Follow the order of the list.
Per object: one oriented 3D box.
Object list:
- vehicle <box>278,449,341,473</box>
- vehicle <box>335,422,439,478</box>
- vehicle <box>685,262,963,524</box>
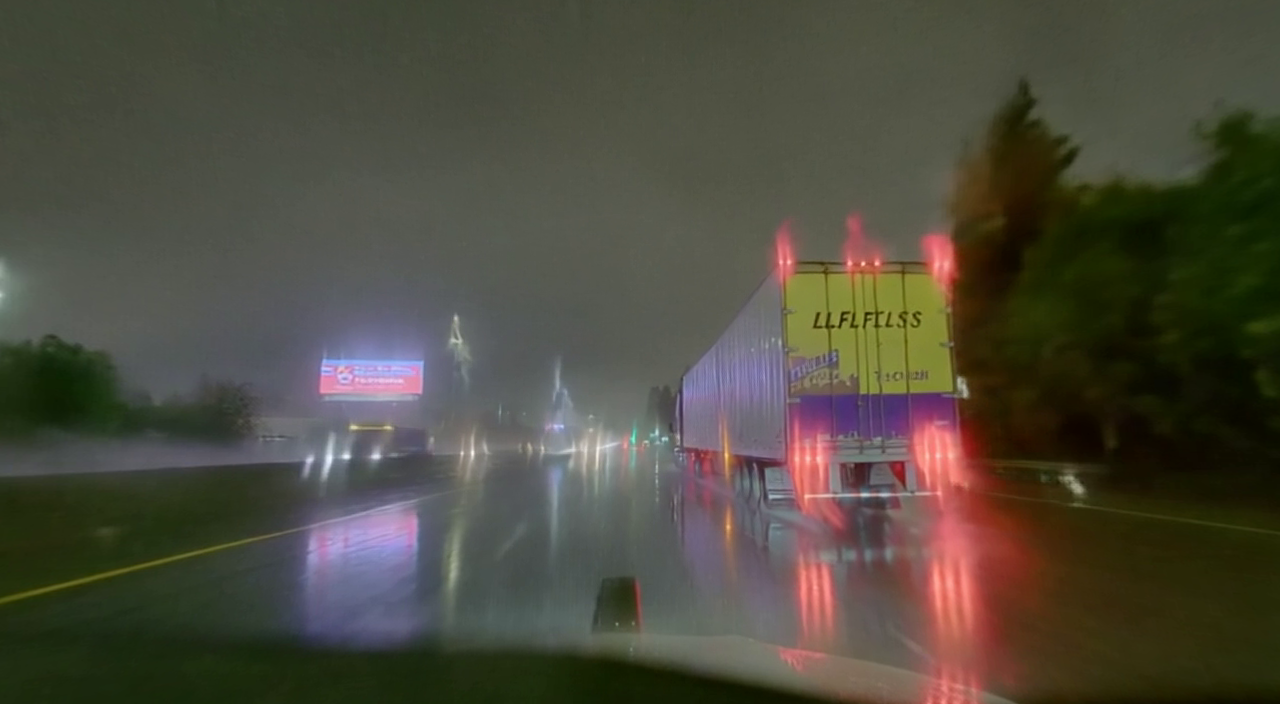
[{"bbox_3d":[-23.061,7.603,44.284,1.932,1.501,4.598,0,-9,1],"label":"vehicle"},{"bbox_3d":[-11.090,4.357,28.266,2.416,2.253,5.336,0,-9,0],"label":"vehicle"},{"bbox_3d":[3.627,1.909,19.075,2.891,4.387,17.121,0,-9,-1],"label":"vehicle"}]
